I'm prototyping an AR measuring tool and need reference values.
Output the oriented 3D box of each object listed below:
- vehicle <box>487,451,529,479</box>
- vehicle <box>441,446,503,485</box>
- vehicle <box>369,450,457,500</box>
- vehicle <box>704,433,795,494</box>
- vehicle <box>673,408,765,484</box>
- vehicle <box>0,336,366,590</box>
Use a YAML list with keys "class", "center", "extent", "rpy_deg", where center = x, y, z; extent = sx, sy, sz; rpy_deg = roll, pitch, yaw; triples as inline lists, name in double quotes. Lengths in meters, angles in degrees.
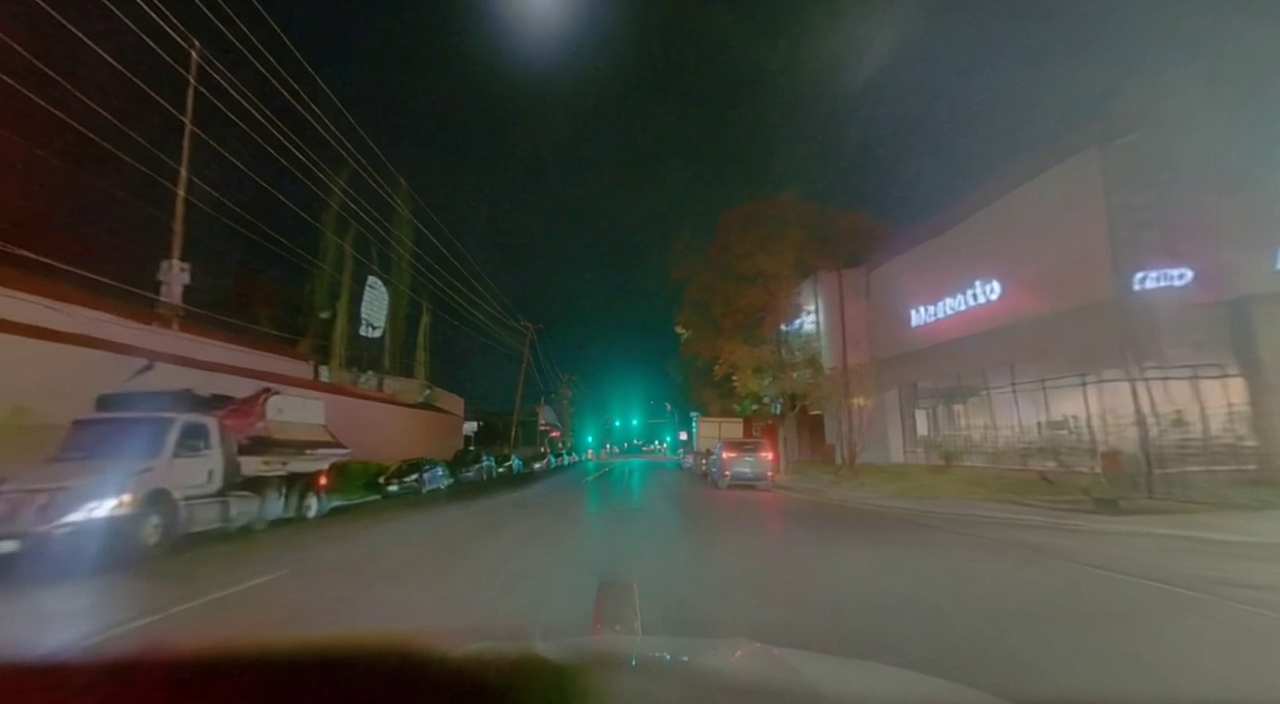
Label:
- class: "vehicle"
  center: [-7.997, 6.862, 38.520]
  extent: [1.678, 1.468, 3.706]
  rpy_deg: [-4, -9, 0]
- class: "vehicle"
  center: [-8.064, 5.437, 30.647]
  extent: [1.882, 1.639, 4.187]
  rpy_deg: [-3, -8, 0]
- class: "vehicle"
  center: [-8.139, 4.409, 23.024]
  extent: [1.704, 1.464, 4.089]
  rpy_deg: [-3, -8, 0]
- class: "vehicle"
  center: [3.514, 3.685, 21.286]
  extent: [2.097, 1.784, 4.915]
  rpy_deg: [0, -8, -1]
- class: "vehicle"
  center: [3.653, 4.612, 31.904]
  extent: [3.011, 3.127, 8.608]
  rpy_deg: [-3, -7, -3]
- class: "vehicle"
  center: [-8.182, 1.910, 11.685]
  extent: [2.745, 3.157, 7.388]
  rpy_deg: [-1, -8, 1]
